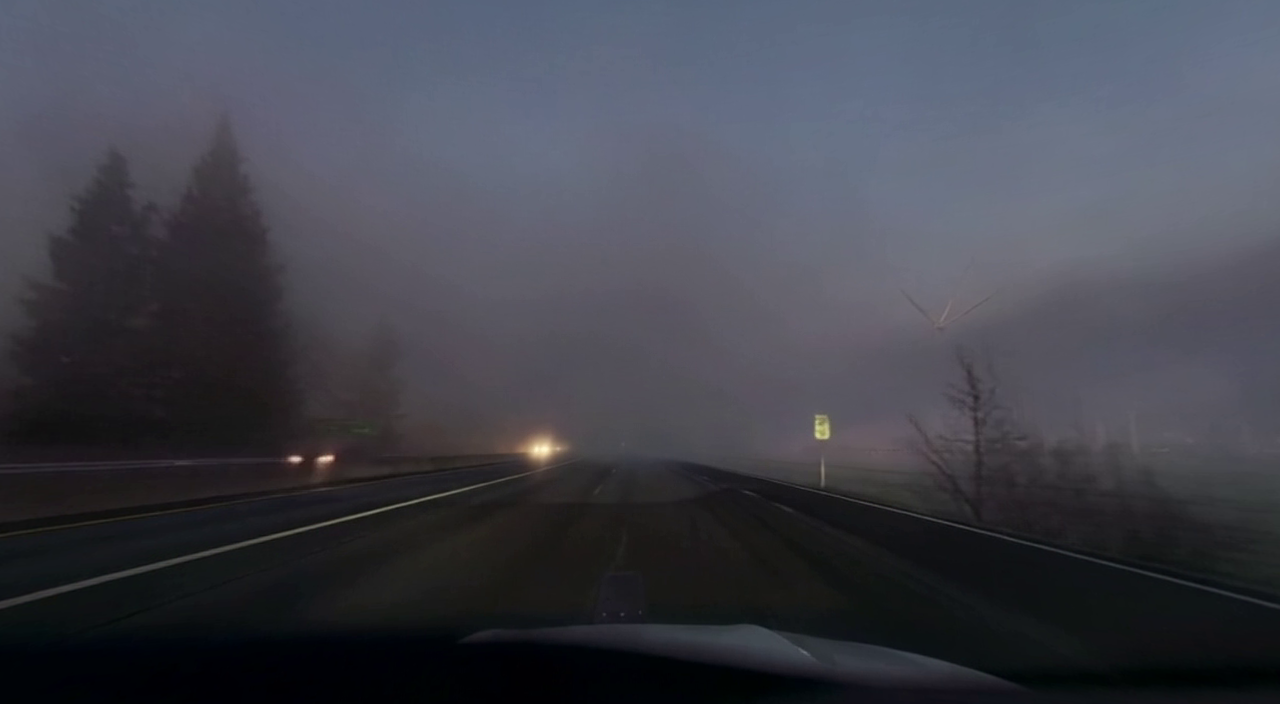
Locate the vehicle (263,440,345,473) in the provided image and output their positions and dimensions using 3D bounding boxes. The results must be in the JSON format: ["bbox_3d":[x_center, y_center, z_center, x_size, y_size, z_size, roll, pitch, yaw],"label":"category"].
[{"bbox_3d":[-16.714,5.220,31.637,1.887,1.505,4.059,0,-9,0],"label":"vehicle"}]
